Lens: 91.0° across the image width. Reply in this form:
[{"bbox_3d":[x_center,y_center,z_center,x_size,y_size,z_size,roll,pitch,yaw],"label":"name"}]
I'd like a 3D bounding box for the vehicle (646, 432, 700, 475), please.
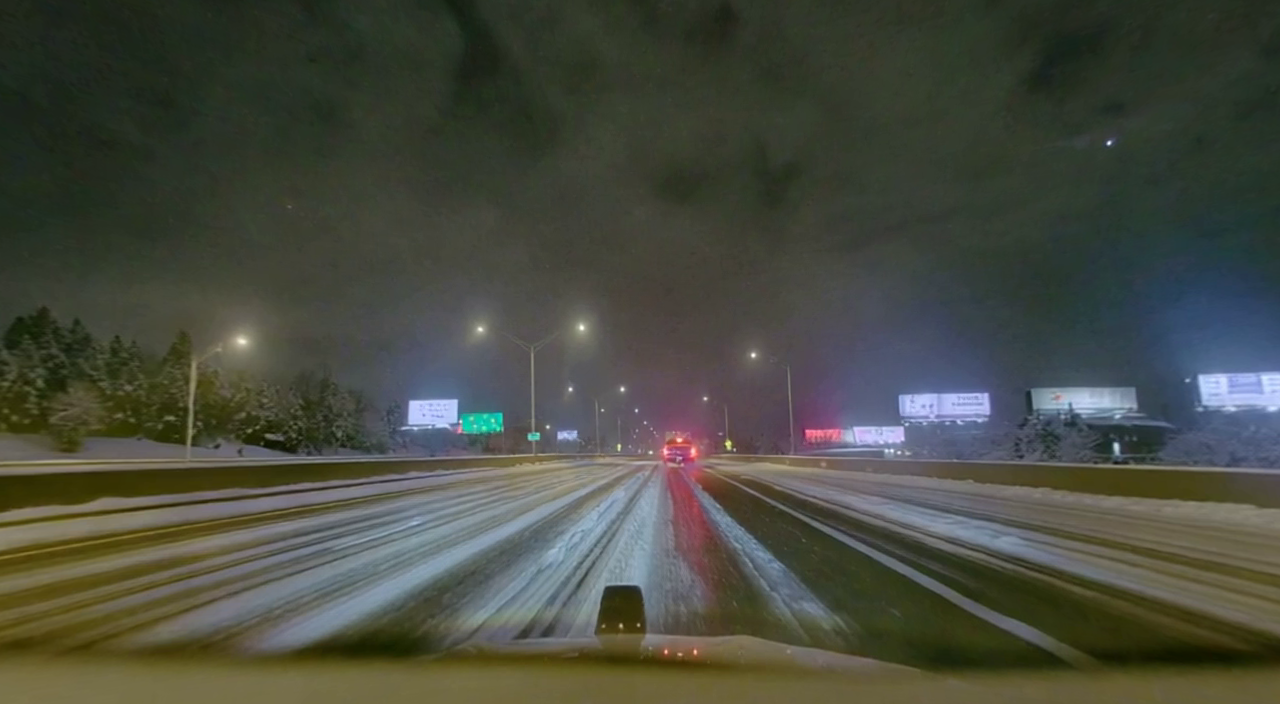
[{"bbox_3d":[1.830,5.661,35.202,2.740,2.157,6.300,-1,-9,3],"label":"vehicle"}]
